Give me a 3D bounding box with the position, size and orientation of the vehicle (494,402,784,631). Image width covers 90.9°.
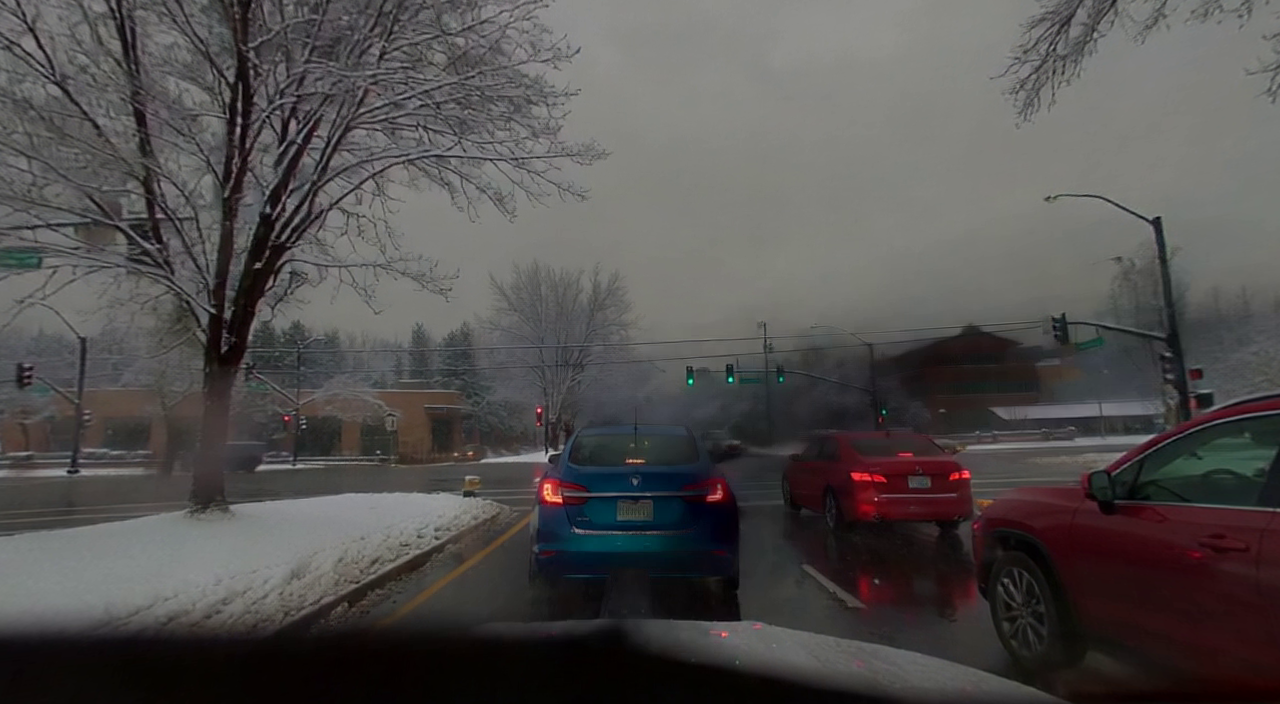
[{"bbox_3d":[-0.025,1.475,6.515,2.074,1.631,3.793,0,-9,-1],"label":"vehicle"}]

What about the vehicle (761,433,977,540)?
[{"bbox_3d":[3.692,2.259,11.299,2.054,1.482,4.654,0,-9,-1],"label":"vehicle"}]

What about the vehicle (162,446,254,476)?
[{"bbox_3d":[-32.494,8.189,47.559,5.321,2.089,2.177,8,-12,-43],"label":"vehicle"}]

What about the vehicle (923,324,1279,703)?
[{"bbox_3d":[3.727,0.932,3.441,2.162,1.829,4.519,0,-9,-1],"label":"vehicle"}]
